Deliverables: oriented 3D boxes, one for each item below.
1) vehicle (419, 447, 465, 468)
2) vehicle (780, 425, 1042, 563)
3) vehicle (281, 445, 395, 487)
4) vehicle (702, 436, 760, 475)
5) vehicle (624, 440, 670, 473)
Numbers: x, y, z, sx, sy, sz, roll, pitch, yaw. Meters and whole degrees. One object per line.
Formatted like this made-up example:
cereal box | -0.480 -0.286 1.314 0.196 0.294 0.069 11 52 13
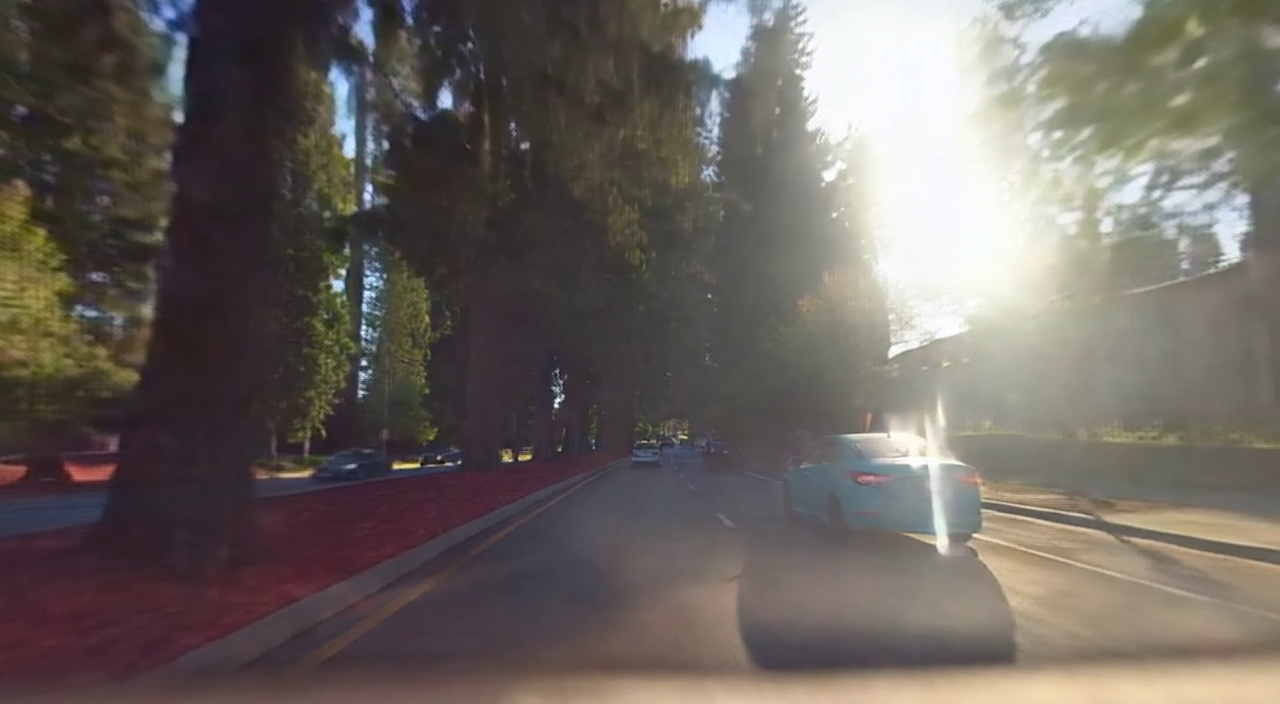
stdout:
vehicle | -14.618 7.781 46.905 1.843 1.453 4.425 0 -8 2
vehicle | 3.496 1.896 9.195 1.985 1.529 4.147 0 -8 0
vehicle | -11.570 4.382 24.658 2.123 1.453 4.712 0 -8 0
vehicle | 4.077 4.736 29.092 2.074 1.652 4.340 0 -9 0
vehicle | 0.377 4.996 30.494 2.082 1.473 4.028 0 -8 2
